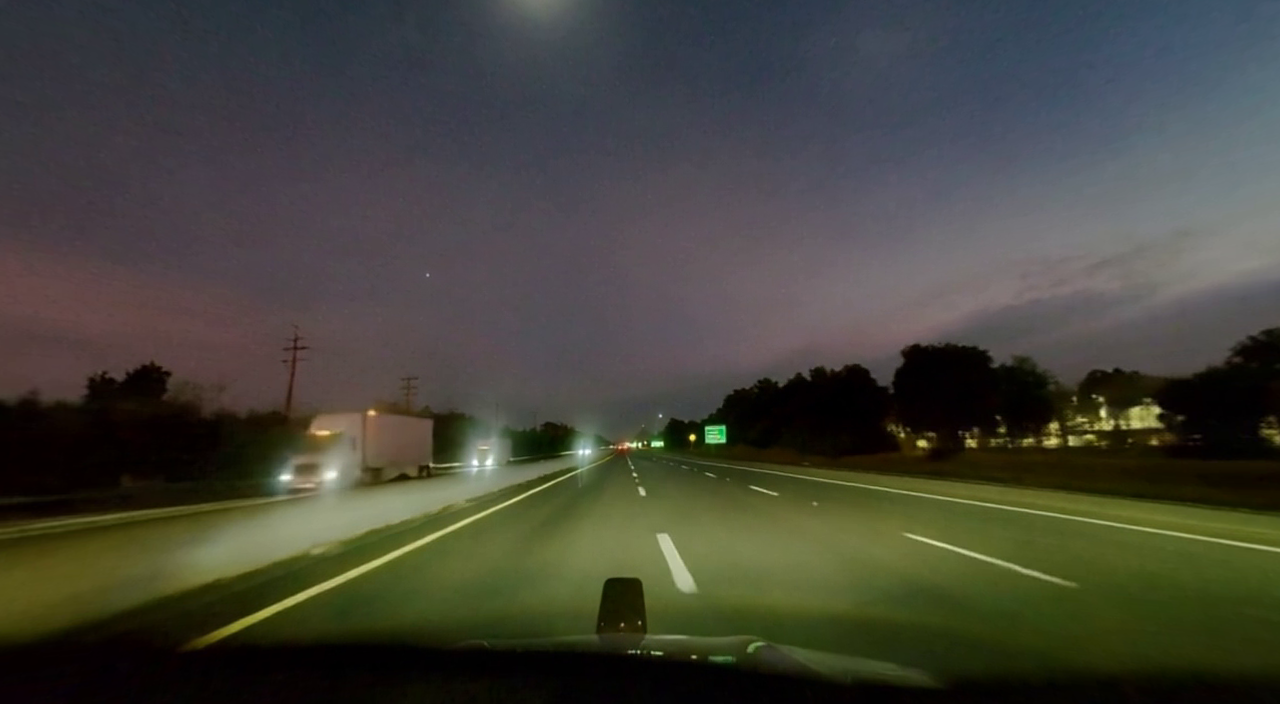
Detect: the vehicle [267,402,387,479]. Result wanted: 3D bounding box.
[{"bbox_3d":[-16.563,4.830,34.071,3.058,3.716,6.984,0,-9,-2],"label":"vehicle"}]
